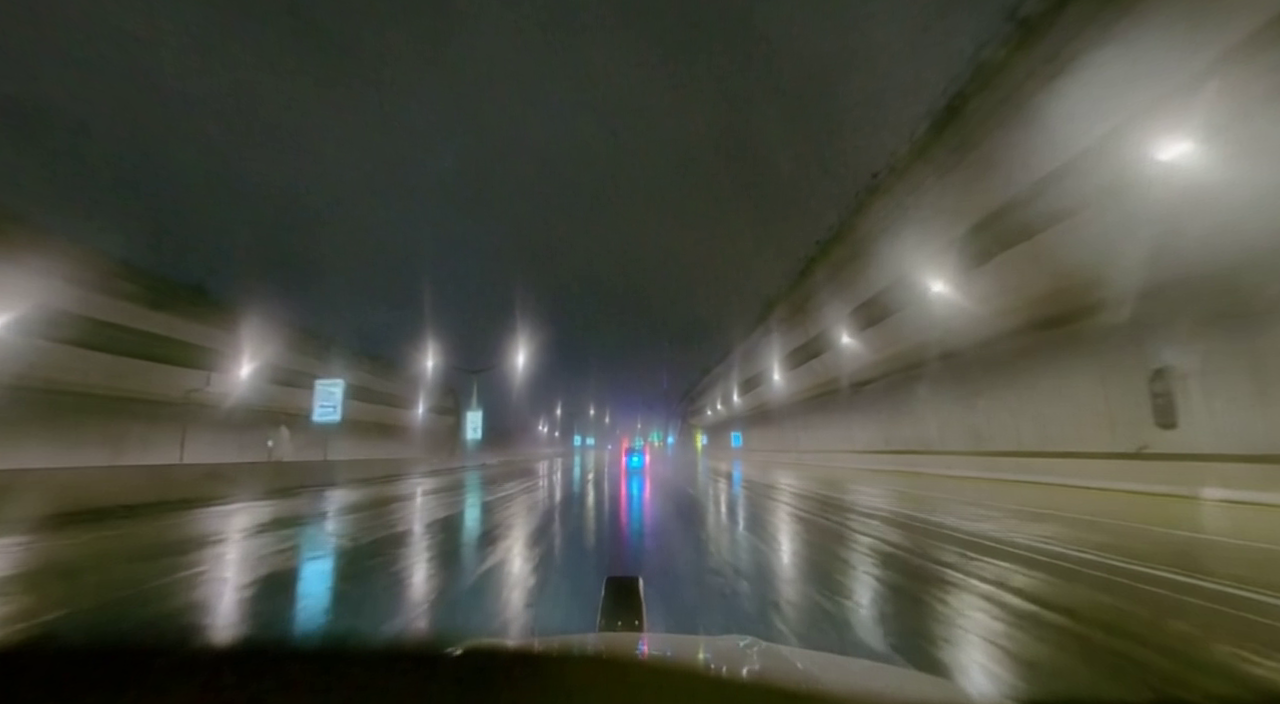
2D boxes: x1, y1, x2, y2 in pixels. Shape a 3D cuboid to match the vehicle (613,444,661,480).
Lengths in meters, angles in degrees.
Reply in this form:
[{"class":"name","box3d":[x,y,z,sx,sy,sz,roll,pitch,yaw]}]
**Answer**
[{"class":"vehicle","box3d":[-0.182,5.059,29.186,2.055,1.501,4.321,0,-9,-1]}]
